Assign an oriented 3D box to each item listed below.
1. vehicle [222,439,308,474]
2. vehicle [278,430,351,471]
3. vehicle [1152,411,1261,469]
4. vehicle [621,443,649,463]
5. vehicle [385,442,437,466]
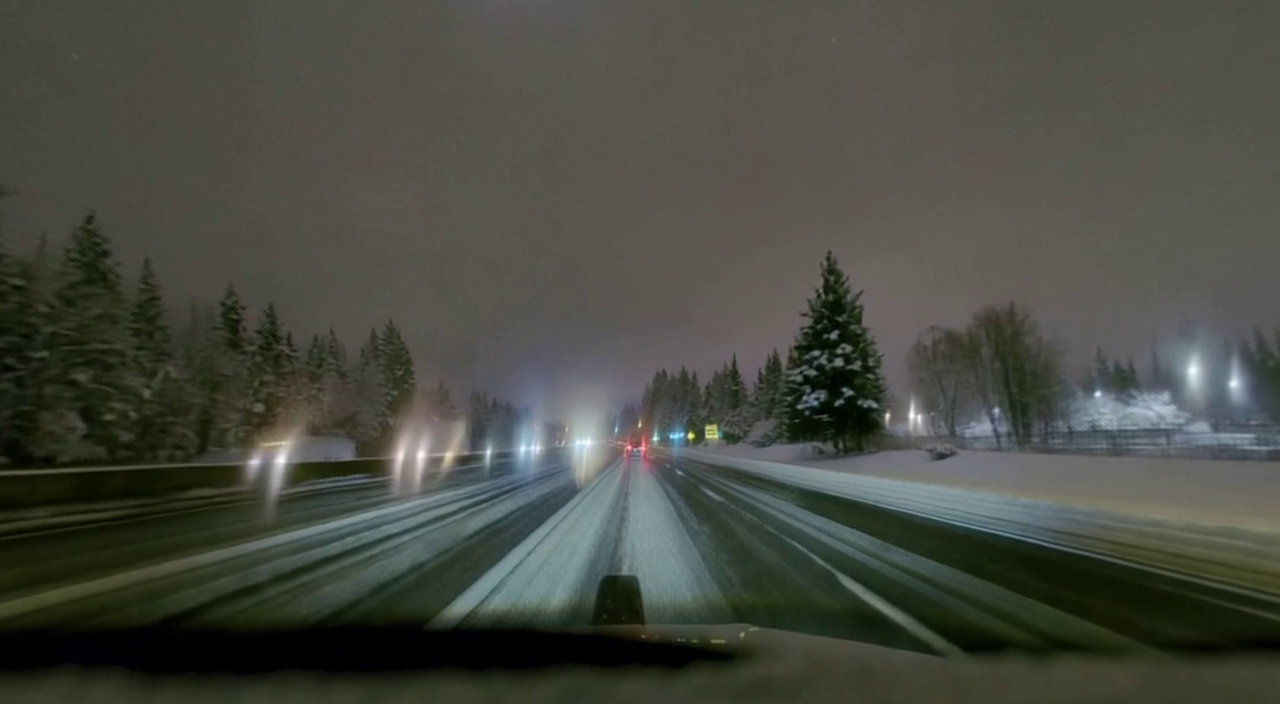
[{"bbox_3d":[-25.326,7.060,43.040,2.155,2.166,5.959,0,-9,0],"label":"vehicle"},{"bbox_3d":[-25.386,7.710,49.567,2.614,2.968,5.747,0,-9,0],"label":"vehicle"},{"bbox_3d":[43.416,6.779,48.962,3.121,3.928,10.924,-6,-9,26],"label":"vehicle"},{"bbox_3d":[-0.409,7.724,48.368,2.025,1.460,4.189,0,-9,-2],"label":"vehicle"},{"bbox_3d":[-17.649,7.867,49.001,2.006,1.741,5.547,0,-9,0],"label":"vehicle"}]
